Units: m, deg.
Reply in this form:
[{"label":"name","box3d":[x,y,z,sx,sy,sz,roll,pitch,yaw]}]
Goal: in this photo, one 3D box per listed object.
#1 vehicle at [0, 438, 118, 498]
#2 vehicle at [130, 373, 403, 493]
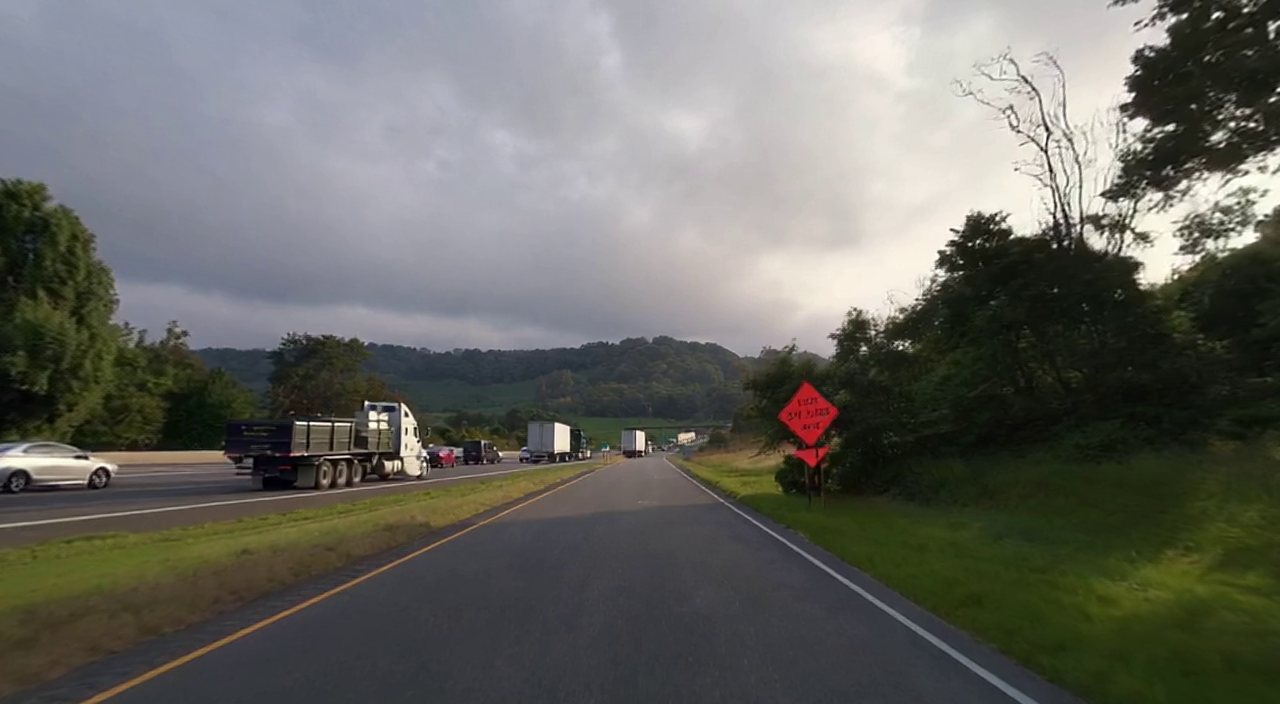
[{"label":"vehicle","box3d":[-18.107,3.359,18.414,1.856,1.628,4.109,-1,-9,7]},{"label":"vehicle","box3d":[-13.481,3.332,24.837,2.745,3.617,11.590,-1,-9,5]}]
